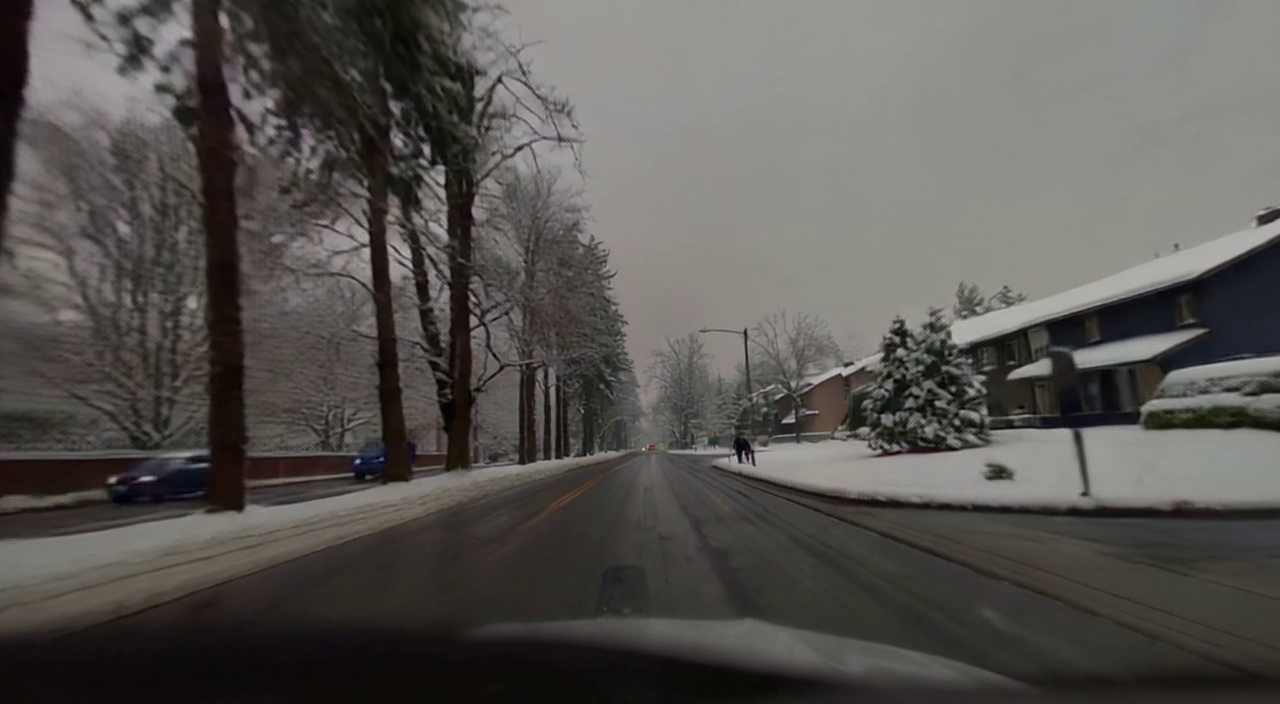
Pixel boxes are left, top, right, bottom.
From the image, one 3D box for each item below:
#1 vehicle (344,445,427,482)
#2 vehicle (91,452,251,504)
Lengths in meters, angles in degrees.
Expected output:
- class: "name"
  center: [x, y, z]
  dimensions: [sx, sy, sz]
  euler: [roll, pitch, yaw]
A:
- class: "vehicle"
  center: [-12.242, 5.352, 30.702]
  dimensions: [2.193, 1.628, 4.560]
  euler: [0, -8, -1]
- class: "vehicle"
  center: [-15.236, 4.069, 20.866]
  dimensions: [1.942, 1.481, 4.412]
  euler: [0, -8, -1]
